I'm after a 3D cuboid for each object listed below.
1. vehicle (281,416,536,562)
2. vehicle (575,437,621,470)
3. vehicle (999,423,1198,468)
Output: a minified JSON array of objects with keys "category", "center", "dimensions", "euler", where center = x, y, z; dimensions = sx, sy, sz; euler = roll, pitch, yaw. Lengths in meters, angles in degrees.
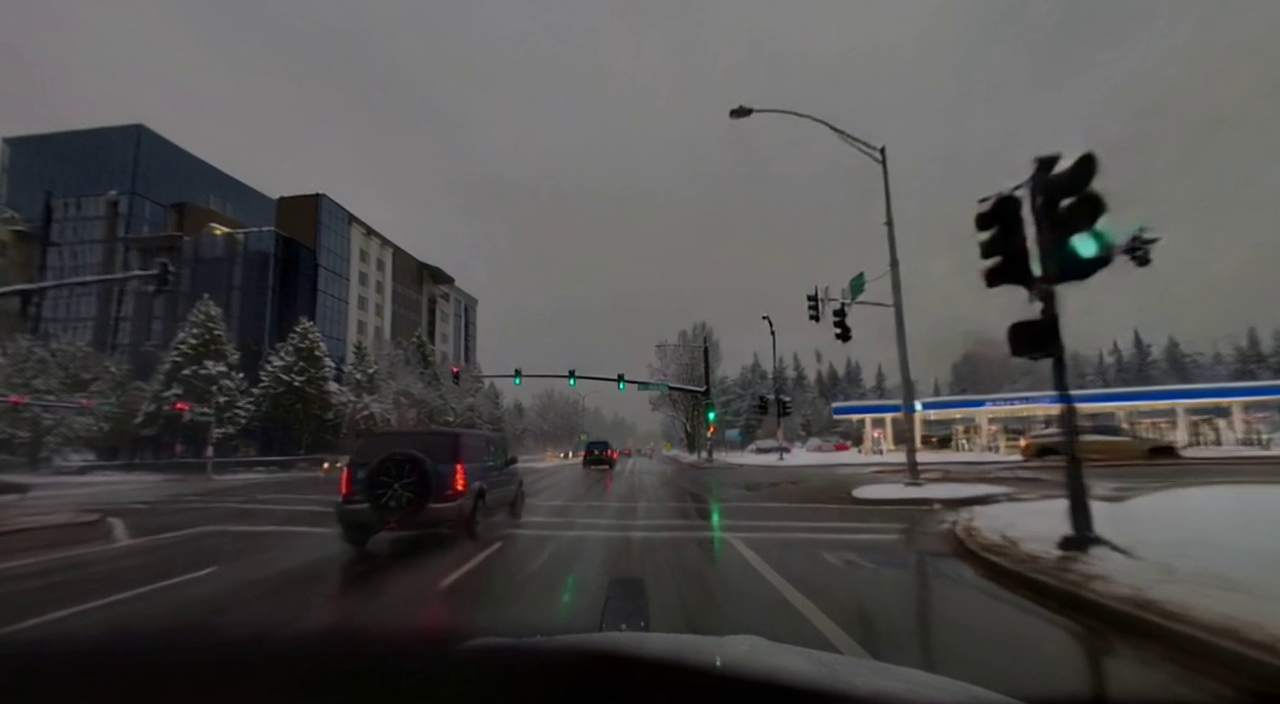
[{"category":"vehicle","center":[-3.140,1.953,9.773],"dimensions":[2.183,1.731,4.338],"euler":[0,-8,2]},{"category":"vehicle","center":[-2.803,6.968,43.442],"dimensions":[2.602,2.091,6.347],"euler":[0,-8,1]},{"category":"vehicle","center":[17.350,3.580,24.267],"dimensions":[5.708,1.585,2.070],"euler":[-3,-9,19]}]
